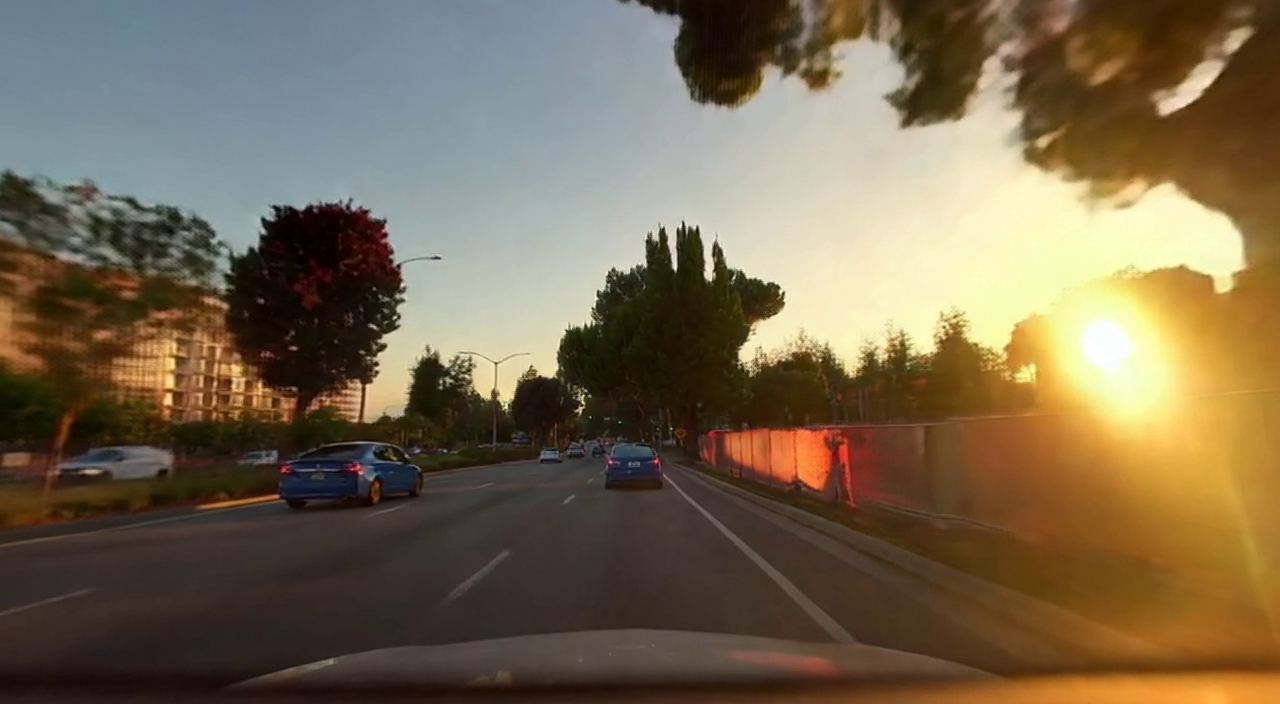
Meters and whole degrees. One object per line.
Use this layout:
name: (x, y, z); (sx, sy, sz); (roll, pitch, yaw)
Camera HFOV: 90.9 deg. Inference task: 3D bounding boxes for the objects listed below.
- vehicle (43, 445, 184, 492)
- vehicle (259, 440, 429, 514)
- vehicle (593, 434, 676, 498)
vehicle: (-22.720, 5.016, 27.527); (2.017, 1.845, 4.788); (0, -9, -1)
vehicle: (-6.809, 2.896, 15.143); (1.877, 1.479, 4.430); (0, -9, 1)
vehicle: (-0.196, 3.362, 18.914); (2.227, 1.654, 4.091); (0, -9, -1)
